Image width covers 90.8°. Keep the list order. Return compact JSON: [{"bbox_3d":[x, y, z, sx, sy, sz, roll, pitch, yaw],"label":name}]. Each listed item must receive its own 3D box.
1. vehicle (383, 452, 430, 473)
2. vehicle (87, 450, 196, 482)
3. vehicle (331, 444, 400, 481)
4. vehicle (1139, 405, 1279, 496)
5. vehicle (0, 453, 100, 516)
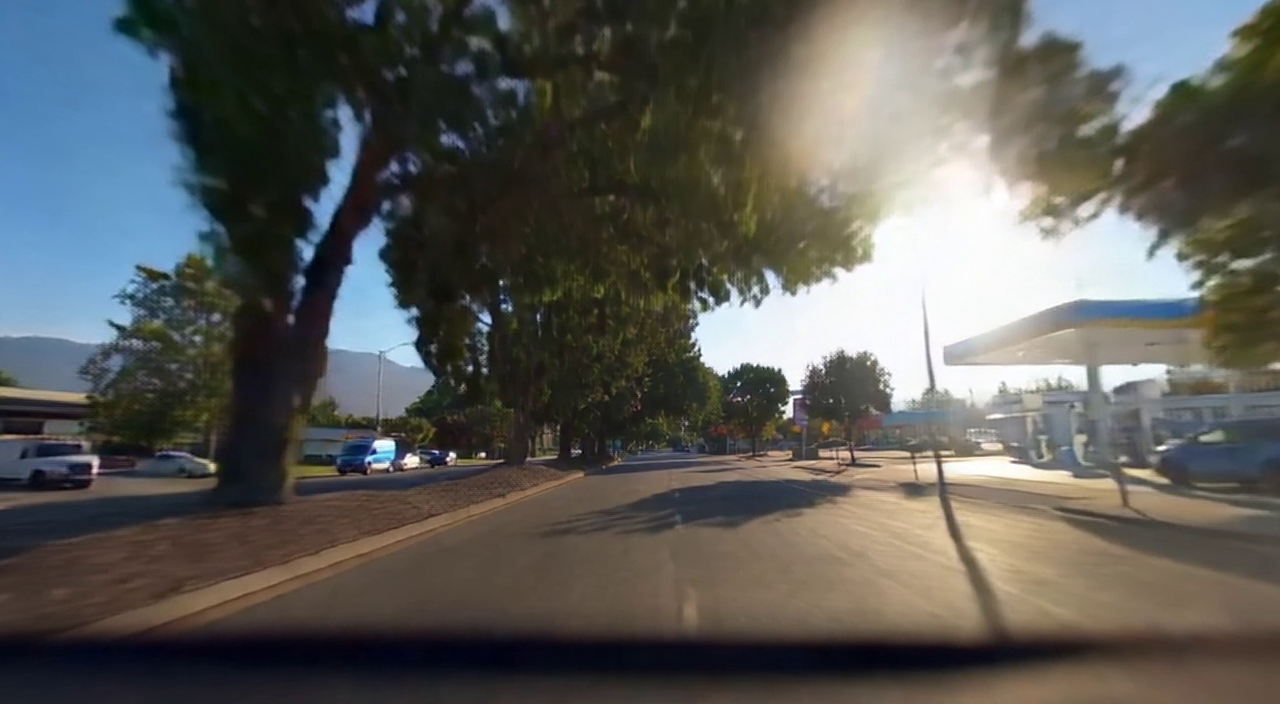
[{"bbox_3d":[-18.128,8.598,49.332,1.829,1.462,4.463,-1,-9,2],"label":"vehicle"},{"bbox_3d":[-27.780,6.341,35.323,4.336,1.654,2.062,0,-9,1],"label":"vehicle"},{"bbox_3d":[-18.541,7.431,42.959,2.216,2.161,5.522,-3,-8,1],"label":"vehicle"},{"bbox_3d":[14.453,2.249,14.500,2.108,1.877,4.807,-1,-9,2],"label":"vehicle"},{"bbox_3d":[-19.548,3.986,19.149,1.988,1.785,4.802,-1,-9,2],"label":"vehicle"}]
